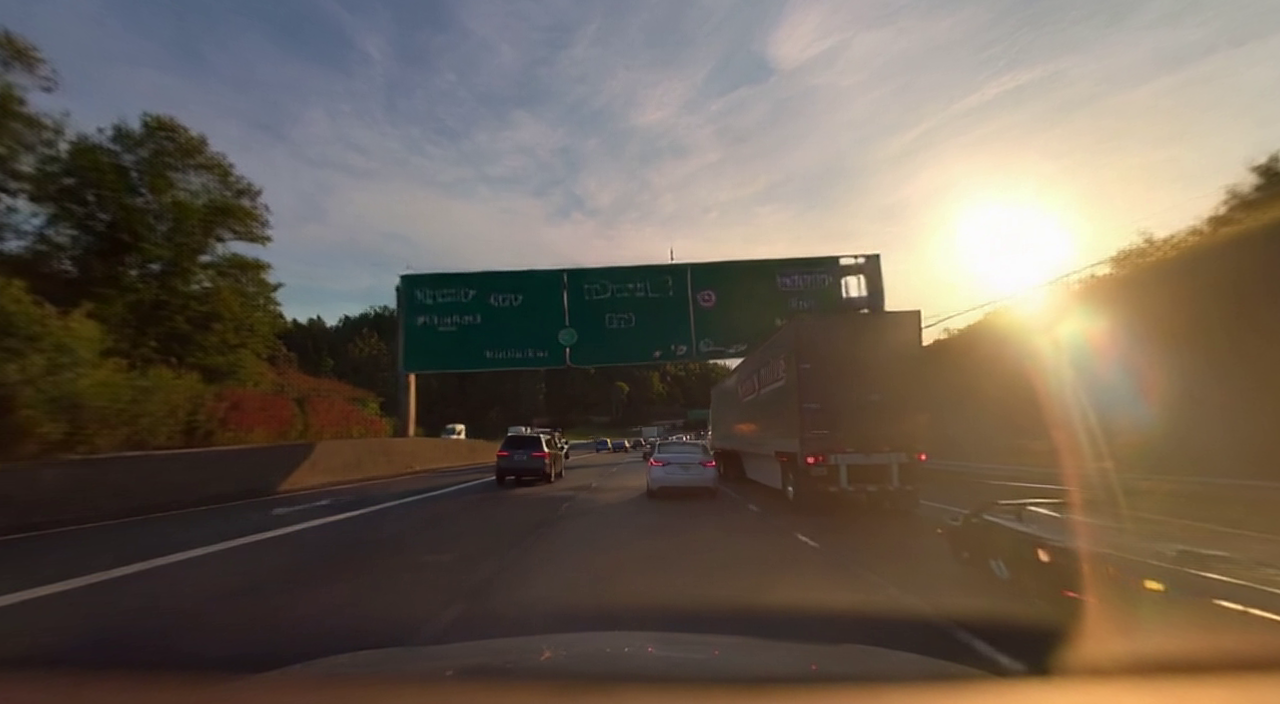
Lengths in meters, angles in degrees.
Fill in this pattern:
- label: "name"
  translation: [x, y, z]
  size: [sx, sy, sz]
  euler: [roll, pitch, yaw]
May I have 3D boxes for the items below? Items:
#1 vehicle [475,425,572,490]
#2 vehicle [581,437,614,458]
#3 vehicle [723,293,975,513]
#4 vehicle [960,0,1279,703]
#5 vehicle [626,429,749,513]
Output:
- label: "vehicle"
  translation: [-3.355, 3.136, 19.178]
  size: [2.006, 1.729, 4.447]
  euler: [0, -8, 1]
- label: "vehicle"
  translation: [-3.268, 7.527, 49.740]
  size: [2.181, 1.538, 4.169]
  euler: [0, -8, 2]
- label: "vehicle"
  translation: [4.756, 1.858, 18.822]
  size: [2.883, 4.070, 14.423]
  euler: [0, -8, 1]
- label: "vehicle"
  translation: [4.504, -0.289, 2.703]
  size: [2.981, 3.988, 6.053]
  euler: [0, -8, 0]
- label: "vehicle"
  translation: [0.851, 2.431, 13.555]
  size: [2.200, 1.495, 4.282]
  euler: [0, -8, 0]
